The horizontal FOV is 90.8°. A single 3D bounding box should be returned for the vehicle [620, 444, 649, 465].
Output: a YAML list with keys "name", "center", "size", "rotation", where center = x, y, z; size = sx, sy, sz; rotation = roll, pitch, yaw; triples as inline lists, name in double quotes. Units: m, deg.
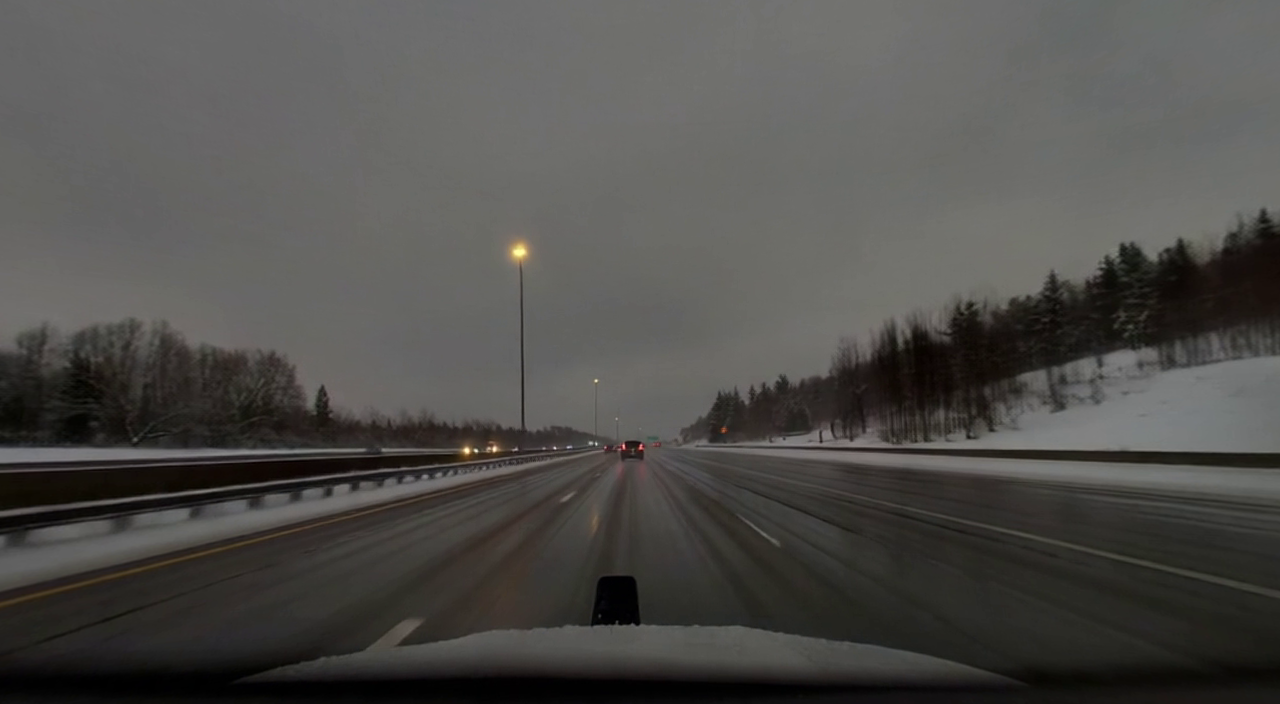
- name: "vehicle"
  center: [-0.458, 7.797, 48.226]
  size: [2.118, 1.466, 4.165]
  rotation: [0, -8, -2]
